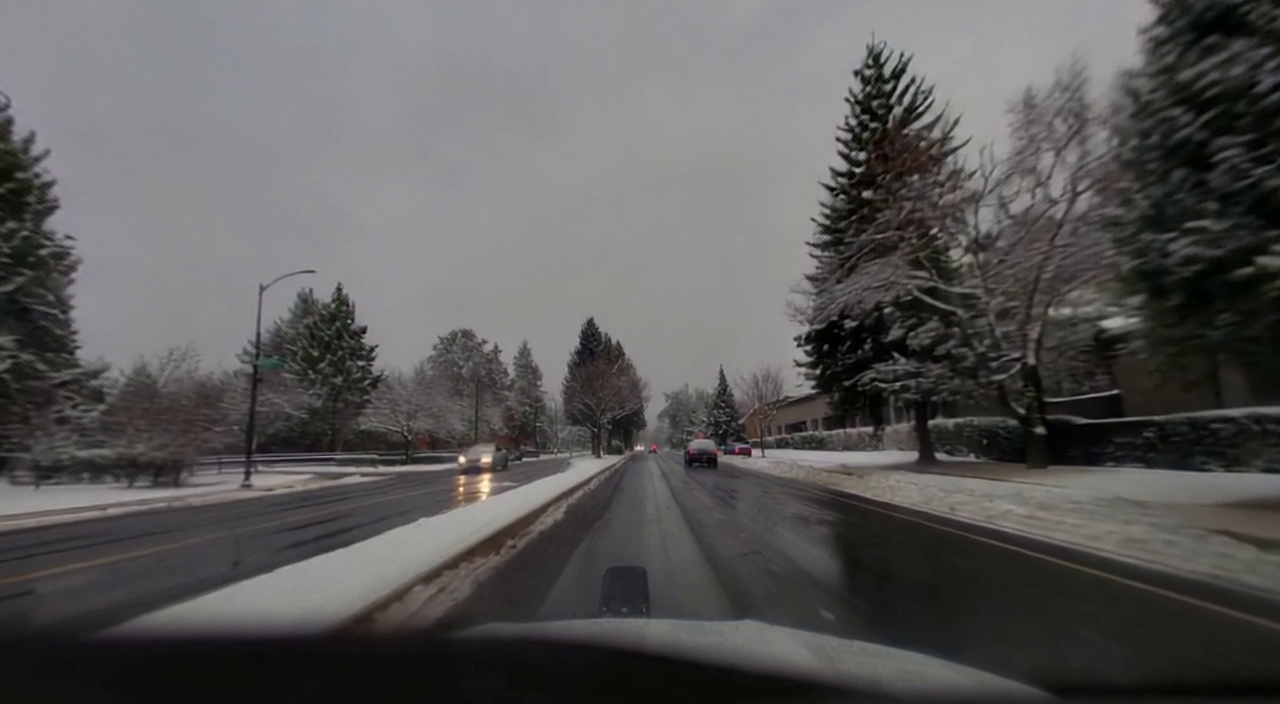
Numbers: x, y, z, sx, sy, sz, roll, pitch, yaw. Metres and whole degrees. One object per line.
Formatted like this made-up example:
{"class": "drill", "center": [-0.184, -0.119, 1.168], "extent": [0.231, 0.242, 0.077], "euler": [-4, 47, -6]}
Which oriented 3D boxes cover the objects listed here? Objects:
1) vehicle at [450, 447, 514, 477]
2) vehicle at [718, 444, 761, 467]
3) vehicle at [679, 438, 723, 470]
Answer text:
{"class": "vehicle", "center": [-8.427, 5.917, 34.133], "extent": [2.283, 1.509, 4.272], "euler": [0, -9, 1]}
{"class": "vehicle", "center": [6.725, 7.029, 43.051], "extent": [2.100, 1.491, 4.563], "euler": [0, -9, -1]}
{"class": "vehicle", "center": [3.558, 6.090, 37.770], "extent": [2.143, 1.759, 4.378], "euler": [0, -9, -1]}
